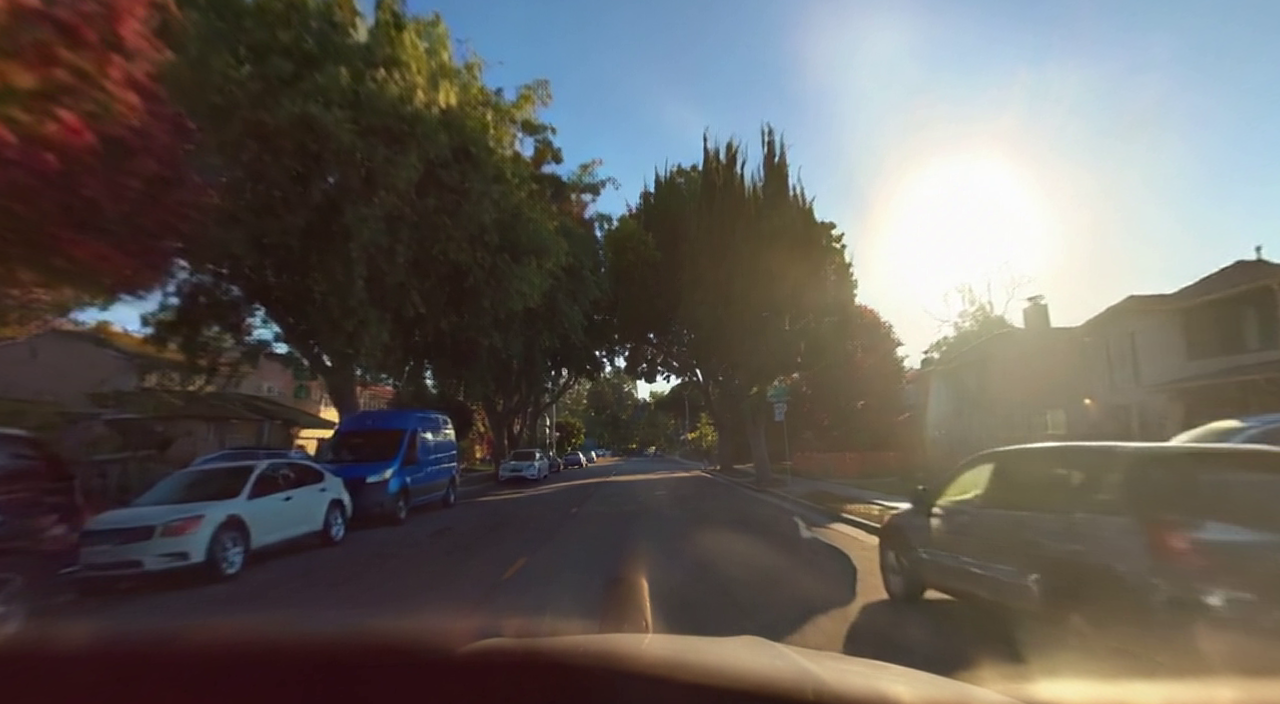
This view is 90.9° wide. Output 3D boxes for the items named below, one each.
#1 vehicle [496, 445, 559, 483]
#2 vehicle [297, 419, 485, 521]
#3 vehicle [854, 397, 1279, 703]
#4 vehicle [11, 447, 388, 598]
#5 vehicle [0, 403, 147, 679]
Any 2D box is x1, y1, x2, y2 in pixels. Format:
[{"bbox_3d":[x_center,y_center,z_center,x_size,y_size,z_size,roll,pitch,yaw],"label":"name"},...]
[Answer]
[{"bbox_3d":[-5.001,5.004,28.624,2.038,1.571,4.524,0,-8,0],"label":"vehicle"},{"bbox_3d":[-5.594,2.725,15.200,2.315,2.008,5.343,0,-8,0],"label":"vehicle"},{"bbox_3d":[3.246,1.238,4.372,1.945,1.514,4.552,0,-8,0],"label":"vehicle"},{"bbox_3d":[-5.568,2.136,8.963,1.909,1.517,4.580,0,-8,2],"label":"vehicle"},{"bbox_3d":[-5.433,1.119,3.168,2.090,1.855,4.494,0,-8,2],"label":"vehicle"}]
